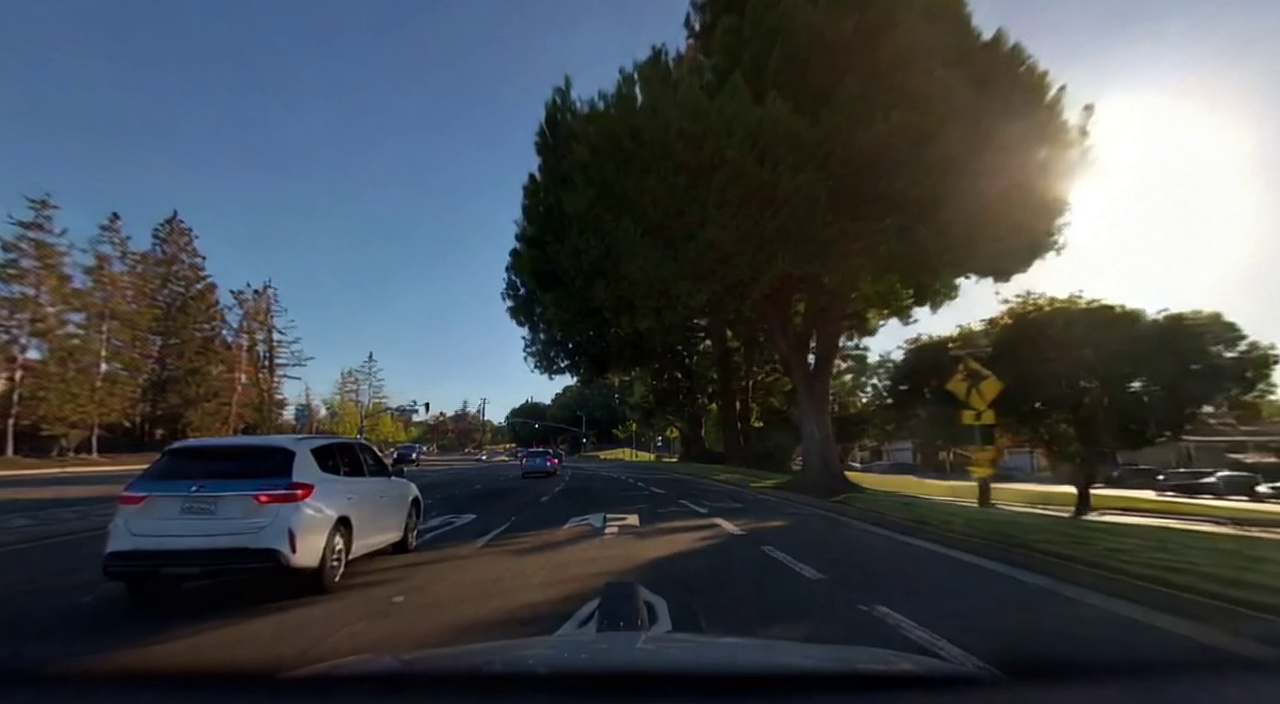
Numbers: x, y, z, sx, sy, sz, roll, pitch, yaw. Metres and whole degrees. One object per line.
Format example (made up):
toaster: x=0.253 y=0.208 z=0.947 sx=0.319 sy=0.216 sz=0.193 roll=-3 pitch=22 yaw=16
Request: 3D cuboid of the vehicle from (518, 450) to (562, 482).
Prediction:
vehicle: x=-5.018 y=5.732 z=32.125 sx=1.904 sy=1.476 sz=3.736 roll=0 pitch=-8 yaw=-4

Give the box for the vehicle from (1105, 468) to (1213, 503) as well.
vehicle: x=32.497 y=8.356 z=39.786 sx=1.903 sy=1.807 sz=5.023 roll=2 pitch=-8 yaw=-12

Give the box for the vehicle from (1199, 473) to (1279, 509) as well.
vehicle: x=33.311 y=7.390 z=33.599 sx=1.820 sy=1.626 sz=5.319 roll=1 pitch=-9 yaw=-8

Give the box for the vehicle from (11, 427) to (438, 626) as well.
vehicle: x=-4.186 y=1.786 z=7.606 sx=2.098 sy=1.613 sz=4.606 roll=0 pitch=-8 yaw=-2
